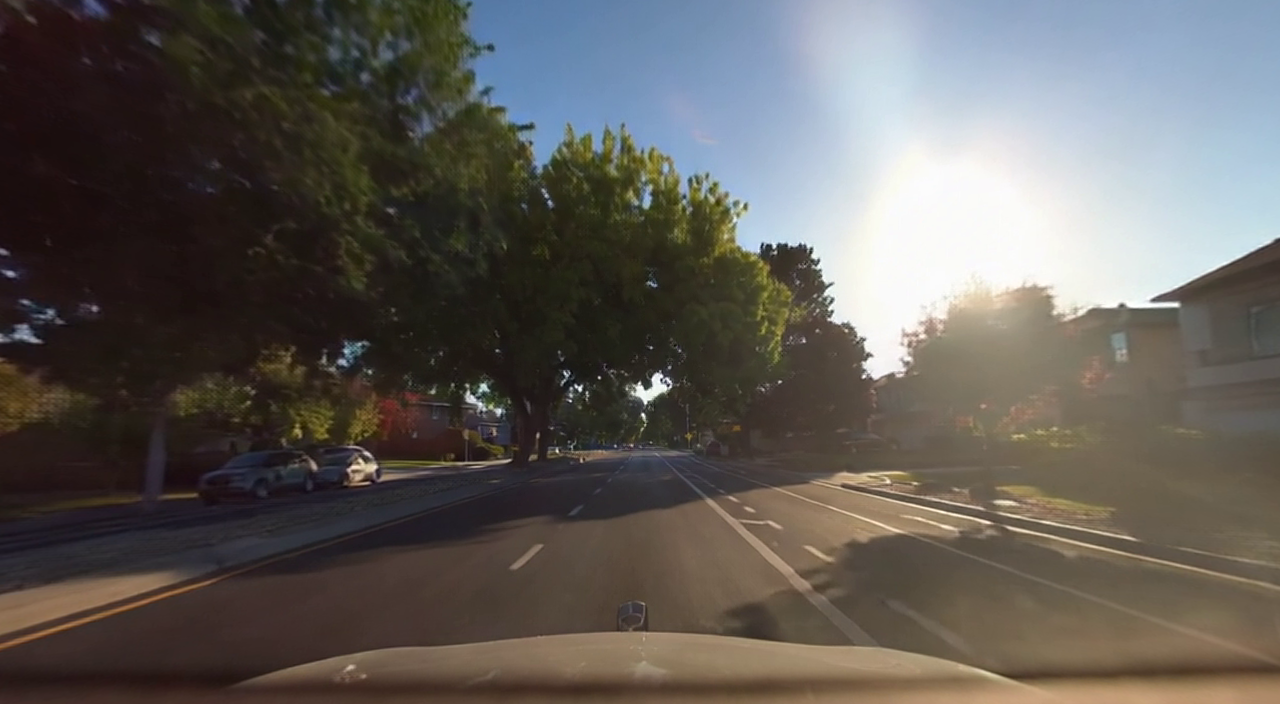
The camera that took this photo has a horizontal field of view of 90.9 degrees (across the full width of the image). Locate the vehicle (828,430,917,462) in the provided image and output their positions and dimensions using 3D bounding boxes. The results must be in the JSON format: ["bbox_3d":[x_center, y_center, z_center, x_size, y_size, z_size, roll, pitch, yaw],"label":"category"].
[{"bbox_3d":[14.147,5.723,38.652,4.907,1.693,2.081,0,-7,13],"label":"vehicle"}]

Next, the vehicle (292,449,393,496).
[{"bbox_3d":[-11.585,4.679,24.908,1.888,1.439,4.351,-2,-6,1],"label":"vehicle"}]

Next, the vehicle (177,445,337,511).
[{"bbox_3d":[-11.700,3.828,19.767,2.023,1.629,4.822,-2,-7,0],"label":"vehicle"}]
